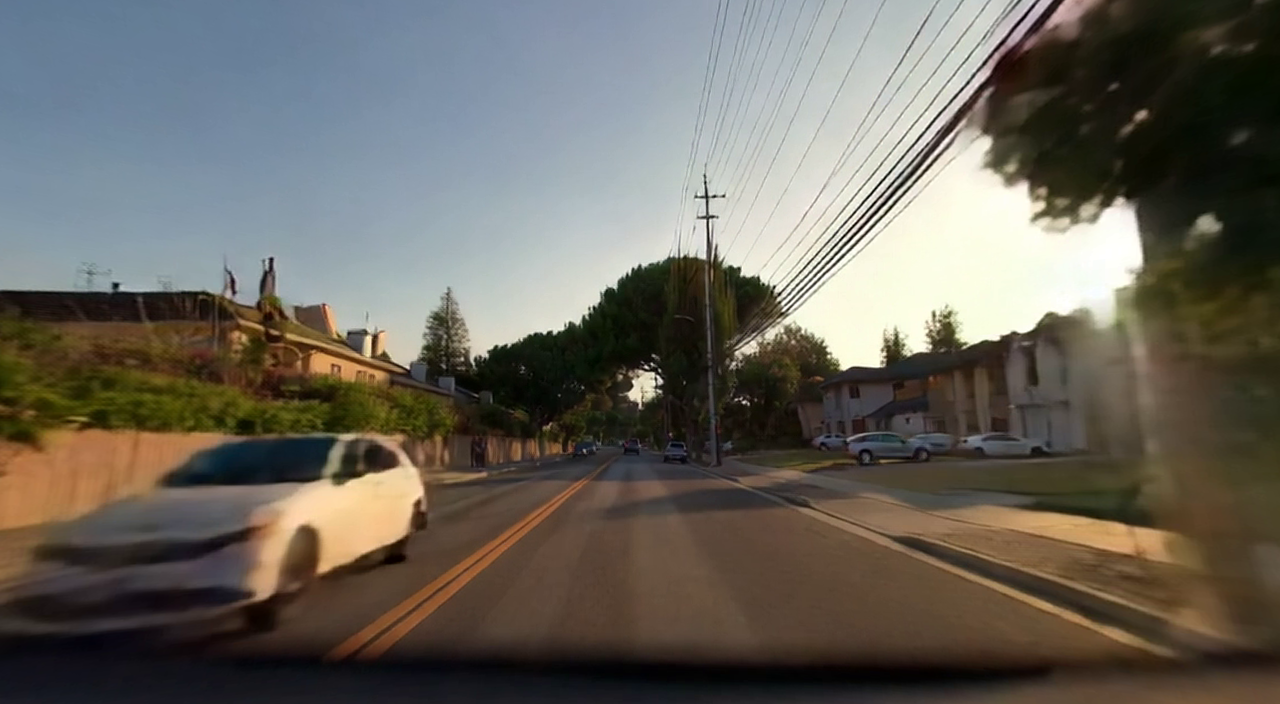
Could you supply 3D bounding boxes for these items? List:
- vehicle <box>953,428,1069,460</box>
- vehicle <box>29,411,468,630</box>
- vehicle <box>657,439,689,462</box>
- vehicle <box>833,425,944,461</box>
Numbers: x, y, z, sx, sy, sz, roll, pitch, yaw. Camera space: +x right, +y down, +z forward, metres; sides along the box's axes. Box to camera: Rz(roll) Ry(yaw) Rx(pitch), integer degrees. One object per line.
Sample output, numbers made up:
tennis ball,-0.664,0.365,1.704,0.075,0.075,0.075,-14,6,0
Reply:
vehicle,18.783,4.672,32.164,4.558,1.554,1.990,0,-9,4
vehicle,-3.613,1.615,7.104,2.146,1.657,4.351,0,-8,0
vehicle,2.502,7.558,48.678,2.108,1.710,4.499,0,-8,-2
vehicle,12.545,4.626,32.155,4.701,1.745,2.083,-1,-8,2
